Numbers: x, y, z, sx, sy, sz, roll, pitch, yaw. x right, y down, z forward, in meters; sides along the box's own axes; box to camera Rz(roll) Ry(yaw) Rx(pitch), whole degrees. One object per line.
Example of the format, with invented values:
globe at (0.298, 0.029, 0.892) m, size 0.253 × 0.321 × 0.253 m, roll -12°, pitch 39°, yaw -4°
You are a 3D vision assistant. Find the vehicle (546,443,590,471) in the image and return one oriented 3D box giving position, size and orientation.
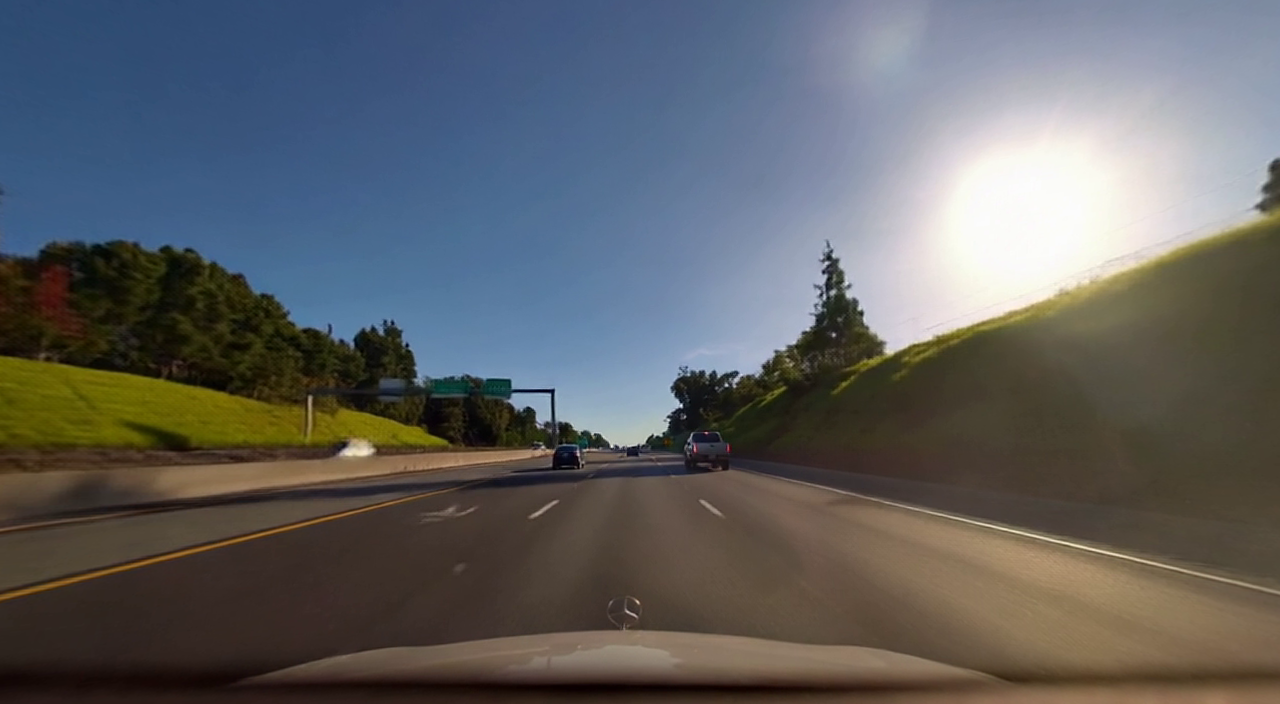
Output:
vehicle at (-4.155, 6.167, 37.242) m, size 2.054 × 1.529 × 4.368 m, roll 0°, pitch -9°, yaw 1°

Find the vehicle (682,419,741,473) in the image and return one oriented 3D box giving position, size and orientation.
vehicle at (3.735, 5.085, 33.996) m, size 2.361 × 2.636 × 5.684 m, roll 0°, pitch -9°, yaw -1°

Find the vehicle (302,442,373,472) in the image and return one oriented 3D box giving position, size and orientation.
vehicle at (-15.876, 5.521, 33.300) m, size 1.833 × 1.441 × 3.972 m, roll 0°, pitch -9°, yaw -1°
